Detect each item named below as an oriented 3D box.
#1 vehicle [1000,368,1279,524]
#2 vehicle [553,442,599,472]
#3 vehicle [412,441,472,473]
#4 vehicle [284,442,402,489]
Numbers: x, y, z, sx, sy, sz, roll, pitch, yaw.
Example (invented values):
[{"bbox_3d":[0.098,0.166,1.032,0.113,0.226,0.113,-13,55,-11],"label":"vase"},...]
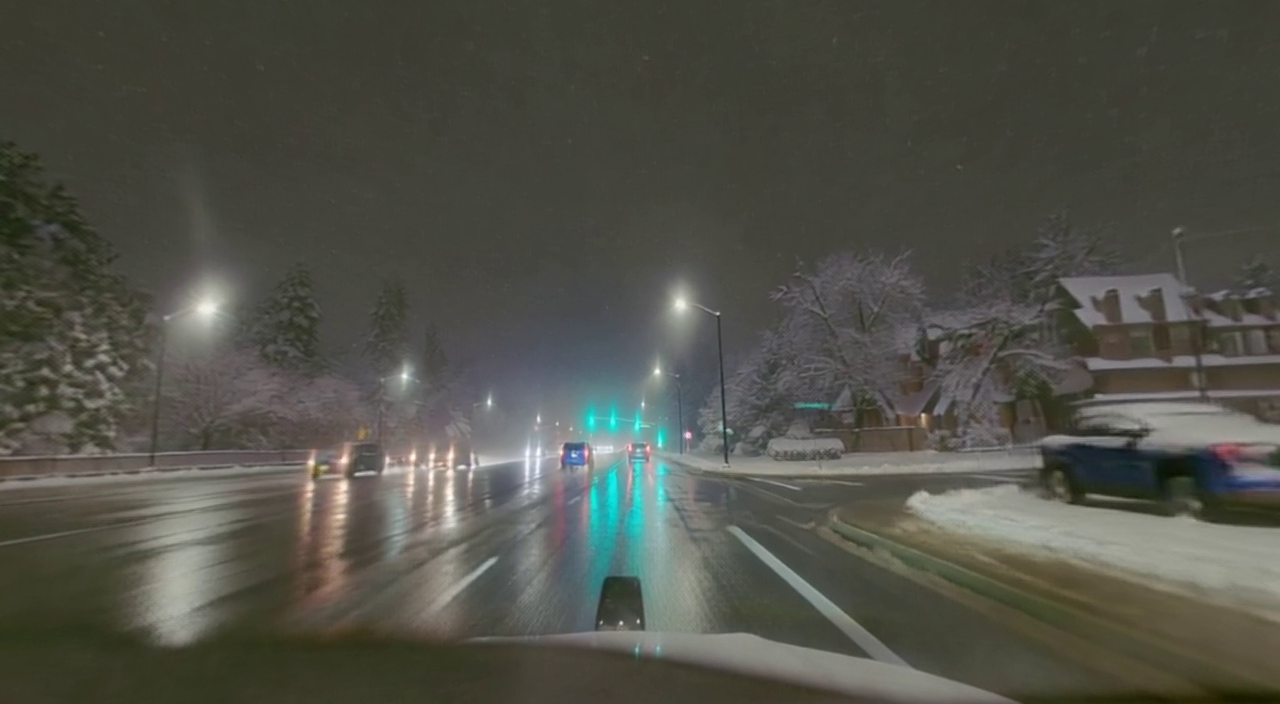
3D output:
[{"bbox_3d":[9.061,1.626,10.942,2.352,1.991,5.862,0,-9,3],"label":"vehicle"},{"bbox_3d":[-3.822,6.363,38.337,2.198,1.663,4.519,0,-9,2],"label":"vehicle"},{"bbox_3d":[-11.210,5.978,35.982,2.014,1.674,4.337,0,-9,-1],"label":"vehicle"},{"bbox_3d":[-10.629,4.083,23.022,2.009,1.541,4.753,0,-9,-1],"label":"vehicle"}]
